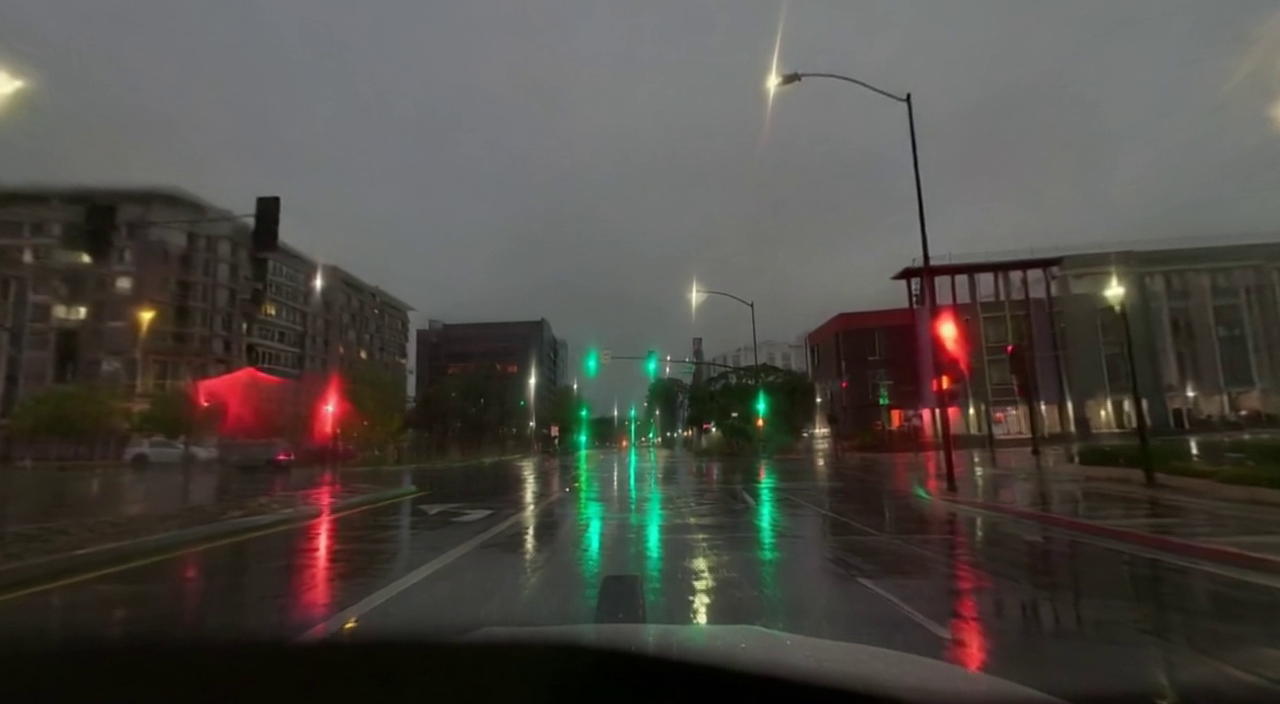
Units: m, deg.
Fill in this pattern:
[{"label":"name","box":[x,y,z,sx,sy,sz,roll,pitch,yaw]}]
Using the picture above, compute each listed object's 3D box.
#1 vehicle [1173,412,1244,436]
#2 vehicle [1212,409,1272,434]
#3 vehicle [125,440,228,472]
[{"label":"vehicle","box":[39.810,5.066,44.082,4.189,1.561,1.947,4,-9,-23]},{"label":"vehicle","box":[44.945,5.222,47.005,4.339,1.675,1.812,5,-10,-28]},{"label":"vehicle","box":[-27.984,6.255,38.131,4.603,1.666,1.972,-2,-7,-5]}]
